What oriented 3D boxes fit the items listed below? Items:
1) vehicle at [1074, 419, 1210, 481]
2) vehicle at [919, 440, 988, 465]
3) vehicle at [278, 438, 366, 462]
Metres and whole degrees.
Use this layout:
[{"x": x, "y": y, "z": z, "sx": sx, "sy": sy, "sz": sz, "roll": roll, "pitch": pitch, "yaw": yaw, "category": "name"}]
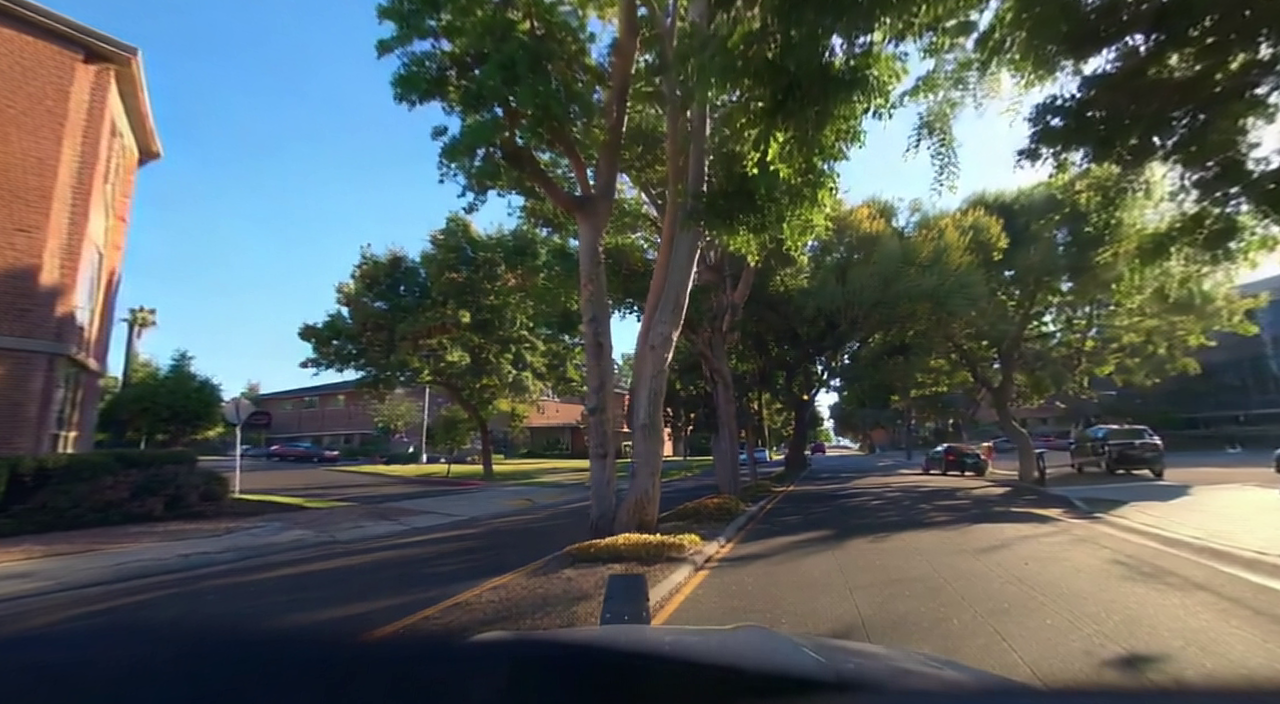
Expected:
[{"x": 16.708, "y": 3.301, "z": 21.309, "sx": 2.018, "sy": 1.840, "sz": 4.662, "roll": -3, "pitch": -9, "yaw": 19, "category": "vehicle"}, {"x": 23.682, "y": 7.575, "z": 47.731, "sx": 4.277, "sy": 1.740, "sz": 2.097, "roll": -2, "pitch": -8, "yaw": 15, "category": "vehicle"}, {"x": -21.699, "y": 6.697, "z": 43.103, "sx": 4.814, "sy": 1.609, "sz": 2.197, "roll": -1, "pitch": -9, "yaw": 1, "category": "vehicle"}]
